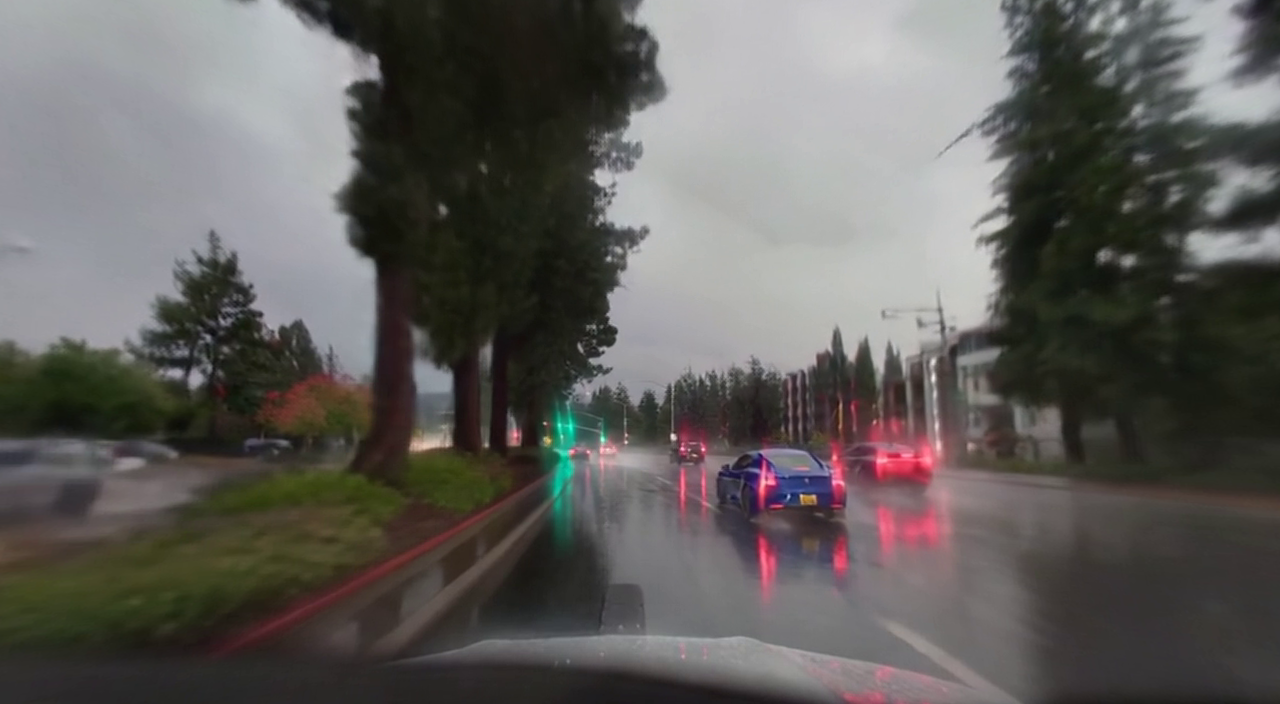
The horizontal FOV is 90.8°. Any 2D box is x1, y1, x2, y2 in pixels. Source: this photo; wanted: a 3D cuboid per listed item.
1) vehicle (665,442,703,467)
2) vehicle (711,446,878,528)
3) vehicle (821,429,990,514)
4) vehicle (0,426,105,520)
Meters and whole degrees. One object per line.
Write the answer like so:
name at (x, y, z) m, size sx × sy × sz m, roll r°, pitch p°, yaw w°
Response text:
vehicle at (3.077, 7.285, 45.060) m, size 1.931 × 1.685 × 4.054 m, roll 1°, pitch -9°, yaw -8°
vehicle at (2.861, 2.598, 12.854) m, size 1.990 × 1.347 × 4.388 m, roll 1°, pitch -9°, yaw -4°
vehicle at (6.120, 2.795, 15.276) m, size 1.987 × 1.730 × 4.373 m, roll 0°, pitch -9°, yaw -3°
vehicle at (-11.085, 1.866, 9.663) m, size 1.921 × 1.472 × 4.550 m, roll 0°, pitch -9°, yaw -2°
